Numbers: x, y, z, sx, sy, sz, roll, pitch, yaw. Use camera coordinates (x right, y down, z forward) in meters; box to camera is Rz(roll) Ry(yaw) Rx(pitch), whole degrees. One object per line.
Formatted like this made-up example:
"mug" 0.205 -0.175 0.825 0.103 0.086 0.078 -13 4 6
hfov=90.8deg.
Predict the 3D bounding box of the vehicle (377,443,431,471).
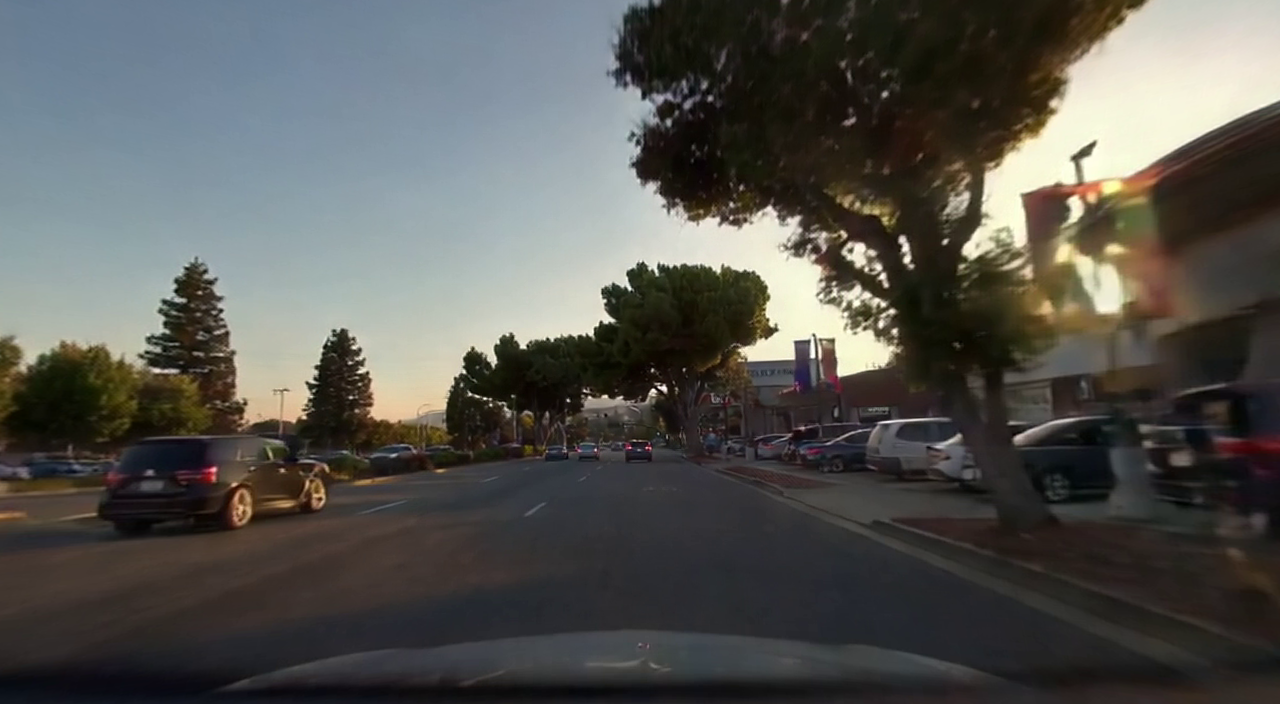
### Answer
"vehicle" -16.497 7.352 44.396 2.127 1.716 4.548 -4 -8 -1

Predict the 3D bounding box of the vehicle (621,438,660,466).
"vehicle" -0.049 5.597 35.405 2.061 1.469 3.954 0 -9 -2

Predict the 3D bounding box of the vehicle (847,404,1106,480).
"vehicle" 9.294 2.552 17.929 5.976 1.994 2.295 0 -8 0

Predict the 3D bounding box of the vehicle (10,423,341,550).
"vehicle" -7.224 2.116 10.689 2.038 1.649 4.665 0 -9 0

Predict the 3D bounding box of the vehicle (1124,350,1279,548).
"vehicle" 8.721 0.928 6.295 5.895 1.980 2.315 -7 -11 33
